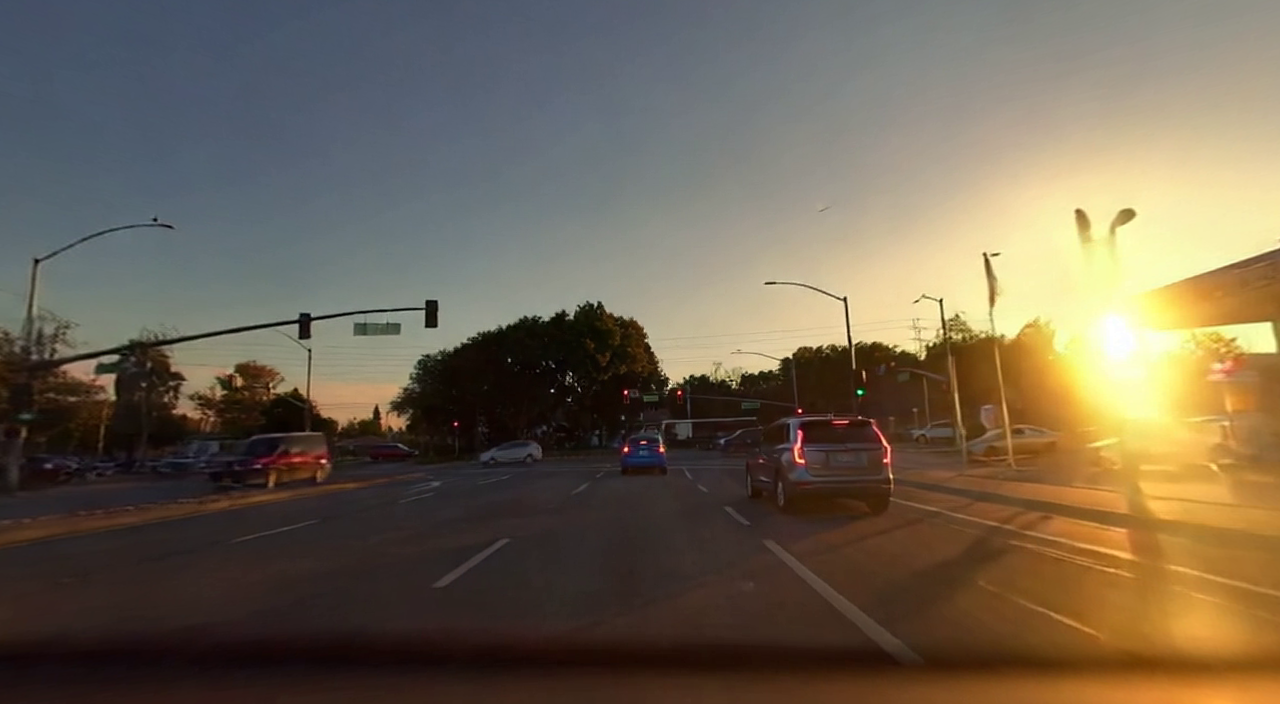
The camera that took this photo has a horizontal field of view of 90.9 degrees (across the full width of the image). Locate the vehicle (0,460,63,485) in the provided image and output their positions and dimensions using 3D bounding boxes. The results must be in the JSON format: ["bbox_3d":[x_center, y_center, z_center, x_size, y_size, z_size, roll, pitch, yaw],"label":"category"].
[{"bbox_3d":[-44.228,8.558,44.699,4.574,1.666,1.865,0,-8,-3],"label":"vehicle"}]

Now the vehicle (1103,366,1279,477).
[{"bbox_3d":[16.096,1.869,16.590,5.790,2.675,2.554,1,-9,-4],"label":"vehicle"}]

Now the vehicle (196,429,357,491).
[{"bbox_3d":[-13.063,3.930,23.230,2.191,1.984,5.431,-1,-9,7],"label":"vehicle"}]

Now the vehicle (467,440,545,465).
[{"bbox_3d":[-8.559,6.459,40.616,1.835,1.485,4.788,-7,-11,41],"label":"vehicle"}]

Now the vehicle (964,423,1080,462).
[{"bbox_3d":[16.853,4.016,27.941,3.848,1.674,1.887,0,-9,2],"label":"vehicle"}]

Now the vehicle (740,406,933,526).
[{"bbox_3d":[3.287,2.026,11.663,2.083,1.779,4.347,0,-8,-1],"label":"vehicle"}]

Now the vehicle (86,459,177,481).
[{"bbox_3d":[-35.804,8.310,44.446,4.753,1.478,1.846,0,-8,0],"label":"vehicle"}]

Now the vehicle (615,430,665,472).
[{"bbox_3d":[0.046,4.409,28.115,2.067,1.702,3.987,0,-8,1],"label":"vehicle"}]
